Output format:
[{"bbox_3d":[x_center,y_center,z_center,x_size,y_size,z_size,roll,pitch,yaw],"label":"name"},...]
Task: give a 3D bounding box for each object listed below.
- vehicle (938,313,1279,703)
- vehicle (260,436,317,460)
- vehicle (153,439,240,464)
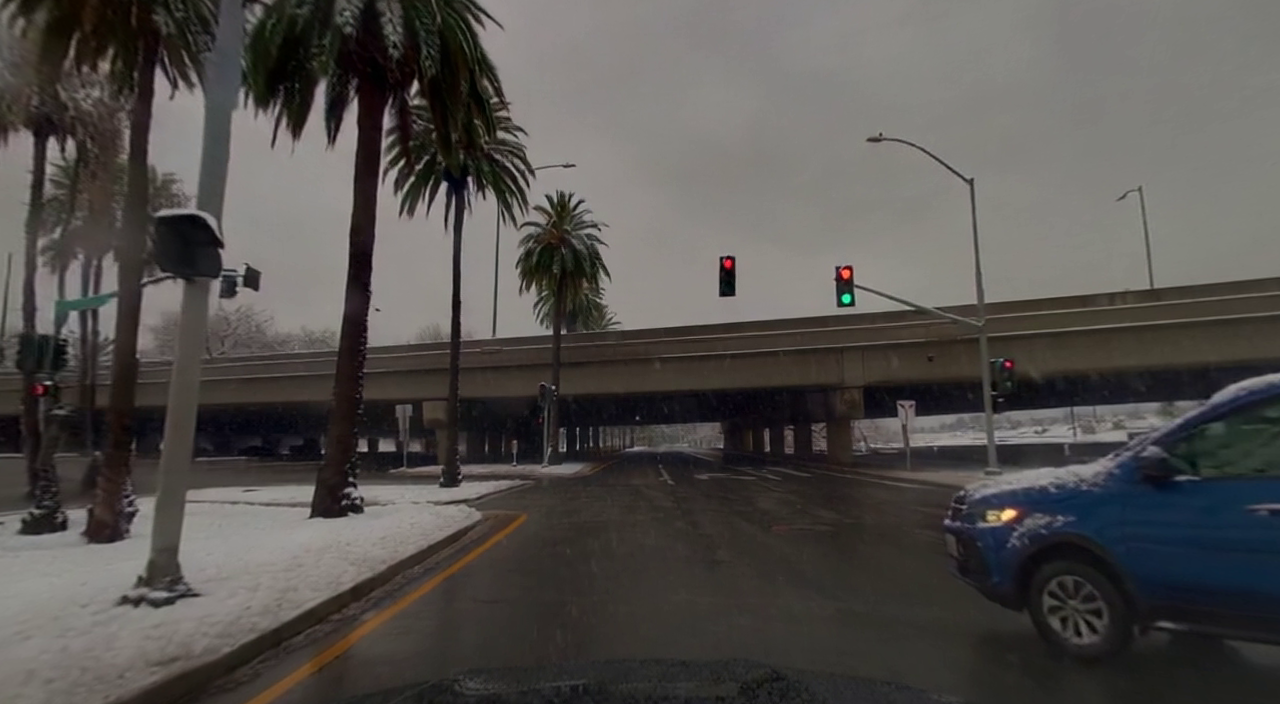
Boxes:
[{"bbox_3d":[3.450,0.792,2.698,2.028,1.770,4.737,0,-9,0],"label":"vehicle"},{"bbox_3d":[-26.238,7.187,47.122,1.941,1.631,4.017,0,-9,0],"label":"vehicle"},{"bbox_3d":[-26.535,5.974,37.851,1.830,1.443,4.551,0,-9,2],"label":"vehicle"}]
